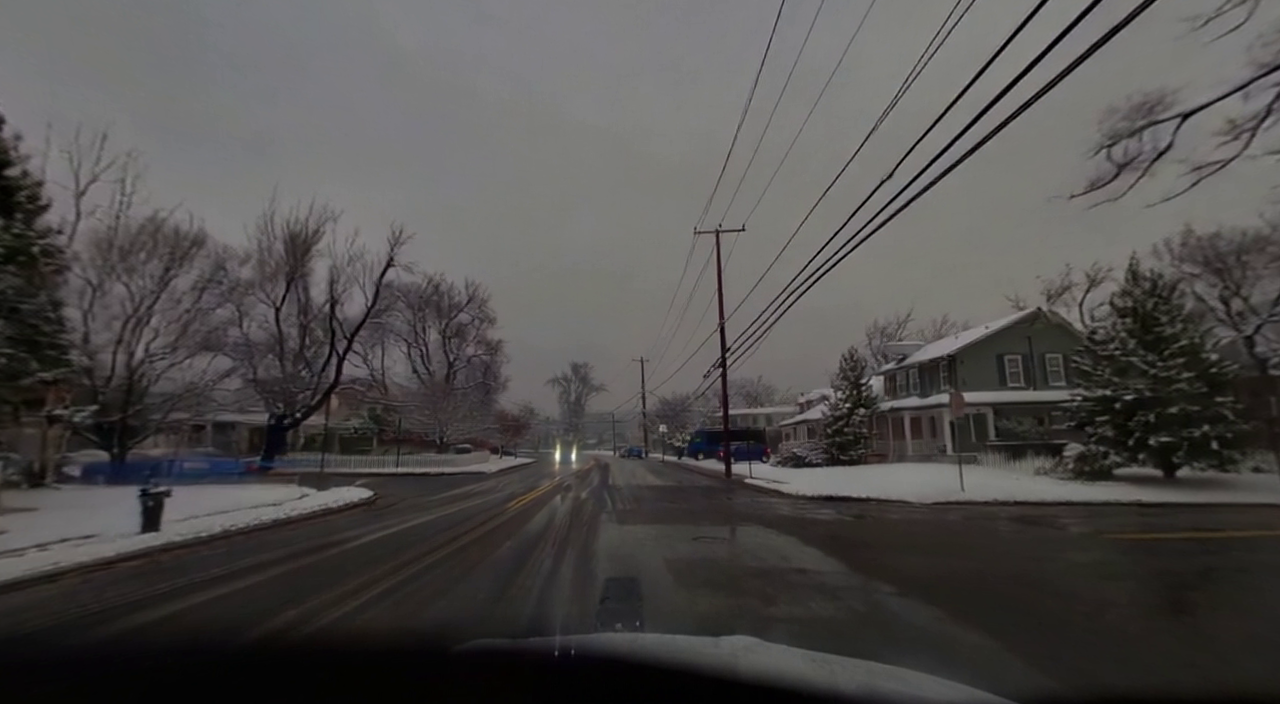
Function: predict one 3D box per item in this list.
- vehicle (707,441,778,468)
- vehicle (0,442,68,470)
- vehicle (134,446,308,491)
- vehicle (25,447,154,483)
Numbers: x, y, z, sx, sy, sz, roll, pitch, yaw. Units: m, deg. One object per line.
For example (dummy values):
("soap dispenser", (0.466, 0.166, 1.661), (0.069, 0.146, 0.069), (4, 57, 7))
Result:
("vehicle", (7.007, 7.072, 43.525), (4.412, 1.565, 1.957), (-3, -8, -1))
("vehicle", (-40.508, 6.852, 41.668), (1.842, 1.616, 4.207), (-3, -8, -3))
("vehicle", (-14.795, 4.114, 22.514), (4.751, 1.459, 1.996), (-1, -8, -1))
("vehicle", (-26.059, 5.348, 30.015), (4.338, 1.496, 1.857), (-1, -6, -2))
